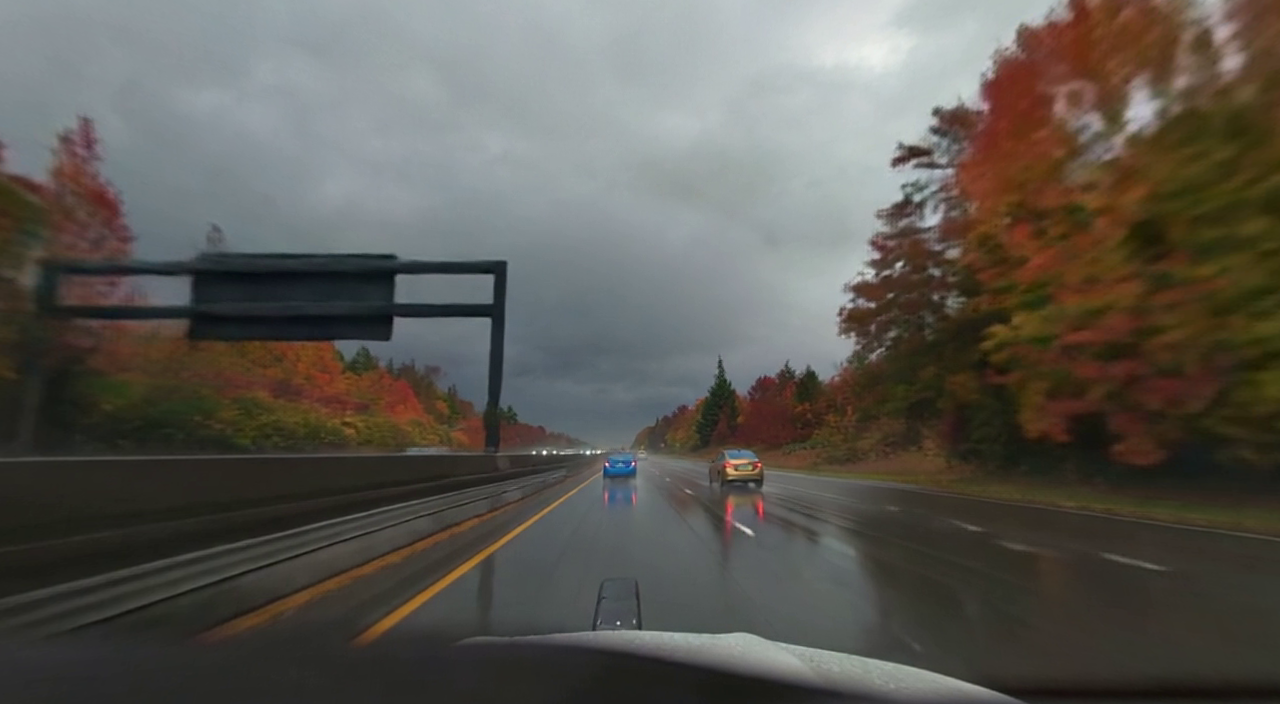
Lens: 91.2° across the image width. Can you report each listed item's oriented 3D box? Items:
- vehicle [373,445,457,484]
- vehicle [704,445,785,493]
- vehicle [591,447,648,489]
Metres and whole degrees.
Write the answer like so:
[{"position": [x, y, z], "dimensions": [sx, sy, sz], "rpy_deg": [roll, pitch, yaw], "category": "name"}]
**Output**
[{"position": [-9.470, 4.766, 26.806], "dimensions": [1.978, 1.510, 4.472], "rpy_deg": [0, -9, -1], "category": "vehicle"}, {"position": [3.773, 4.323, 23.437], "dimensions": [2.300, 1.595, 4.144], "rpy_deg": [-1, -9, 0], "category": "vehicle"}, {"position": [-0.788, 4.686, 25.594], "dimensions": [2.128, 1.516, 4.410], "rpy_deg": [0, -9, 0], "category": "vehicle"}]
